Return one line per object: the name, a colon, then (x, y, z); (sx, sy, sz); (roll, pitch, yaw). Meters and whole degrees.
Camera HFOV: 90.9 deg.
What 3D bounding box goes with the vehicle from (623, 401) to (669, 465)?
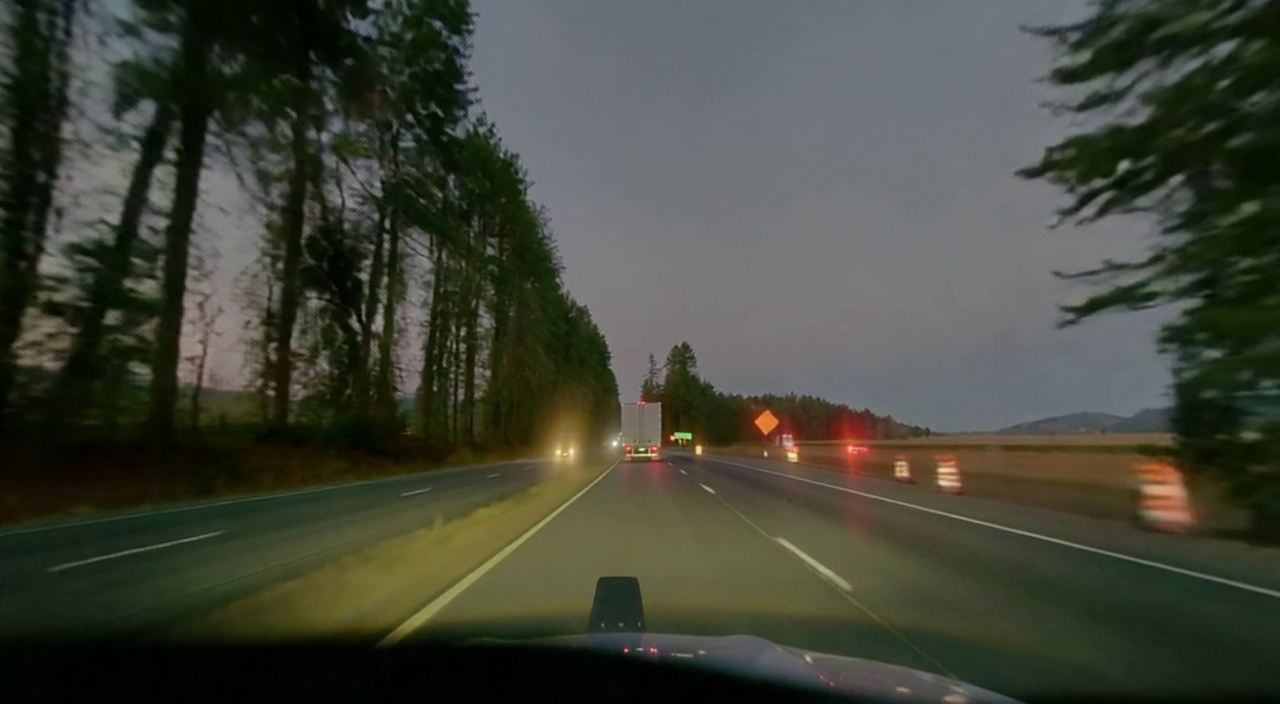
vehicle: (0.264, 6.000, 46.035); (2.935, 4.068, 11.036); (0, -9, -1)
